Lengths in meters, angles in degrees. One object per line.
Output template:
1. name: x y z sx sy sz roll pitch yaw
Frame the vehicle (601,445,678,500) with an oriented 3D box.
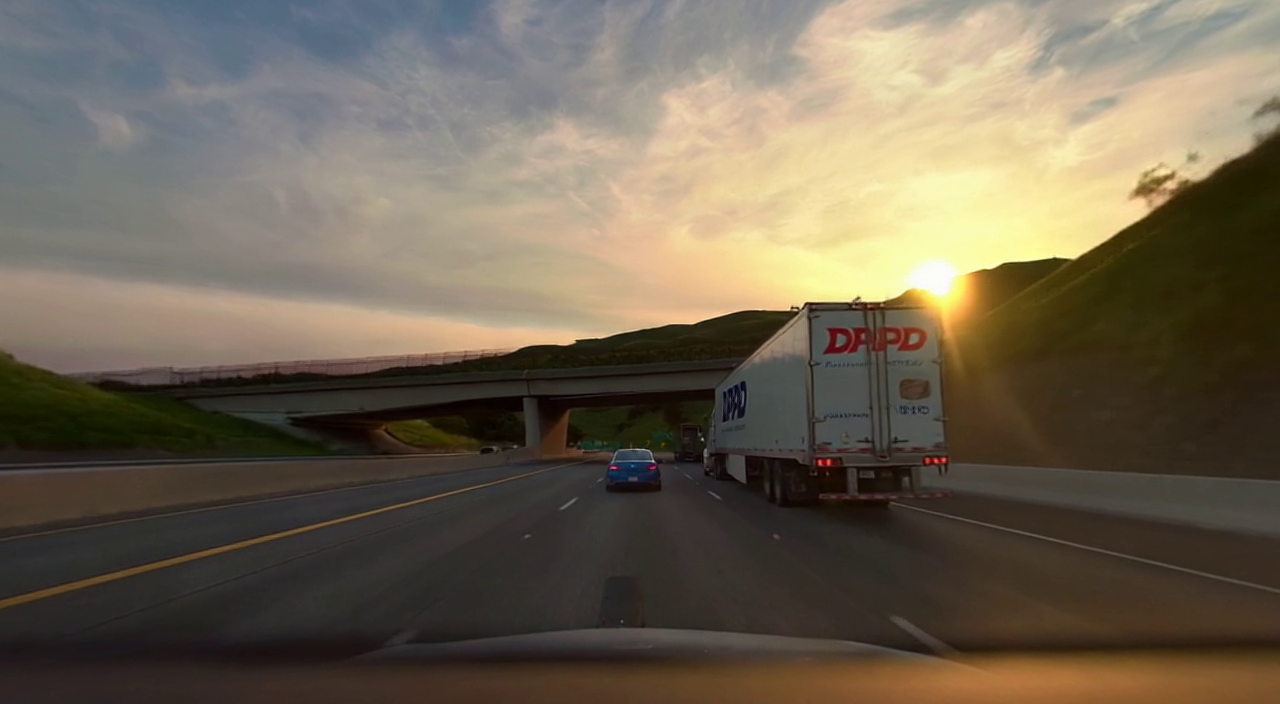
1. vehicle: -0.032 3.477 18.584 2.029 1.437 3.794 0 -9 0

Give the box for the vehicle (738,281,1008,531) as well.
1. vehicle: 4.262 1.442 14.103 2.802 3.956 8.291 0 -9 0
